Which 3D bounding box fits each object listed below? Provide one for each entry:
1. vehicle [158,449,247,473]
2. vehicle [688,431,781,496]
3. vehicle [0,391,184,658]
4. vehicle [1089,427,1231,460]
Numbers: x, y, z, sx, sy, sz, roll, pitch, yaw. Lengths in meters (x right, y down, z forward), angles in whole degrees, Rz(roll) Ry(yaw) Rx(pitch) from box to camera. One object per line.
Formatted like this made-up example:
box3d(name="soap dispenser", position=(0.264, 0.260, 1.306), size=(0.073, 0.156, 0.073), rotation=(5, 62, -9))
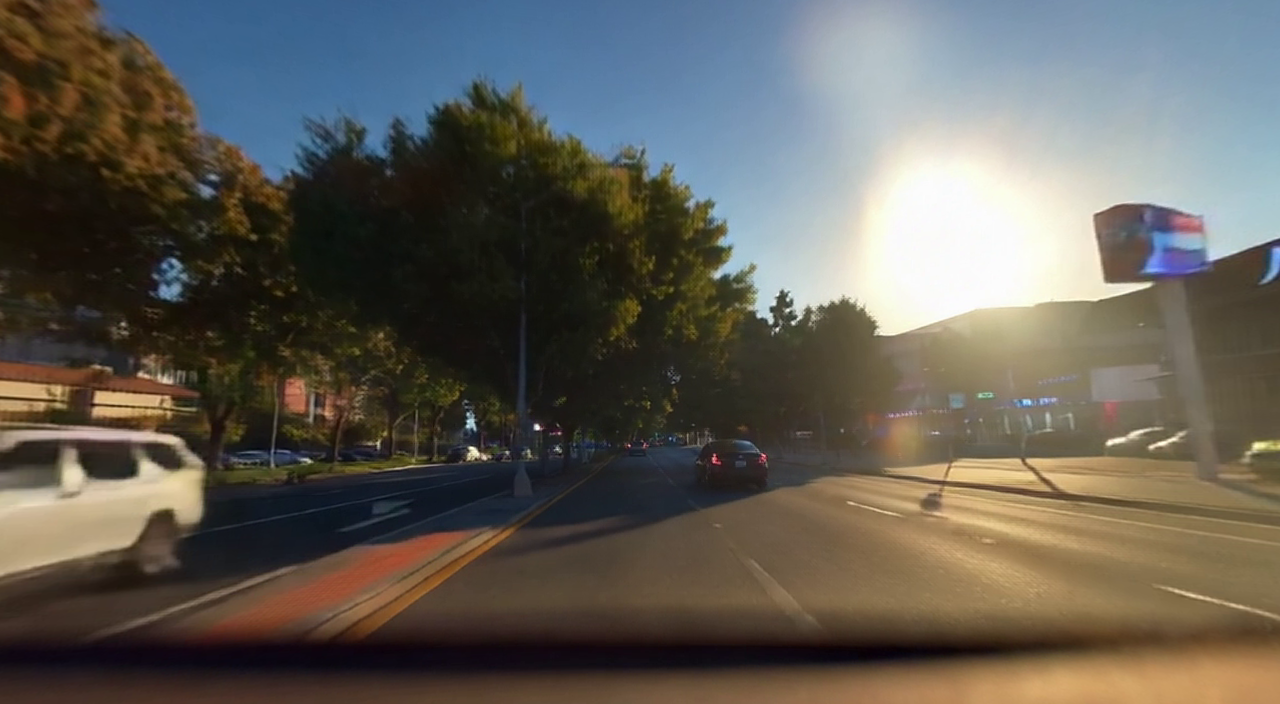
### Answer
box3d(name="vehicle", position=(-30.080, 7.470, 43.488), size=(4.656, 1.508, 1.953), rotation=(-1, -9, 1))
box3d(name="vehicle", position=(2.657, 3.245, 18.792), size=(1.963, 1.677, 4.229), rotation=(0, -8, -2))
box3d(name="vehicle", position=(-5.099, 1.113, 3.862), size=(2.134, 1.660, 4.625), rotation=(0, -9, -14))
box3d(name="vehicle", position=(23.858, 4.252, 29.194), size=(1.813, 1.395, 4.616), rotation=(5, -10, -30))
